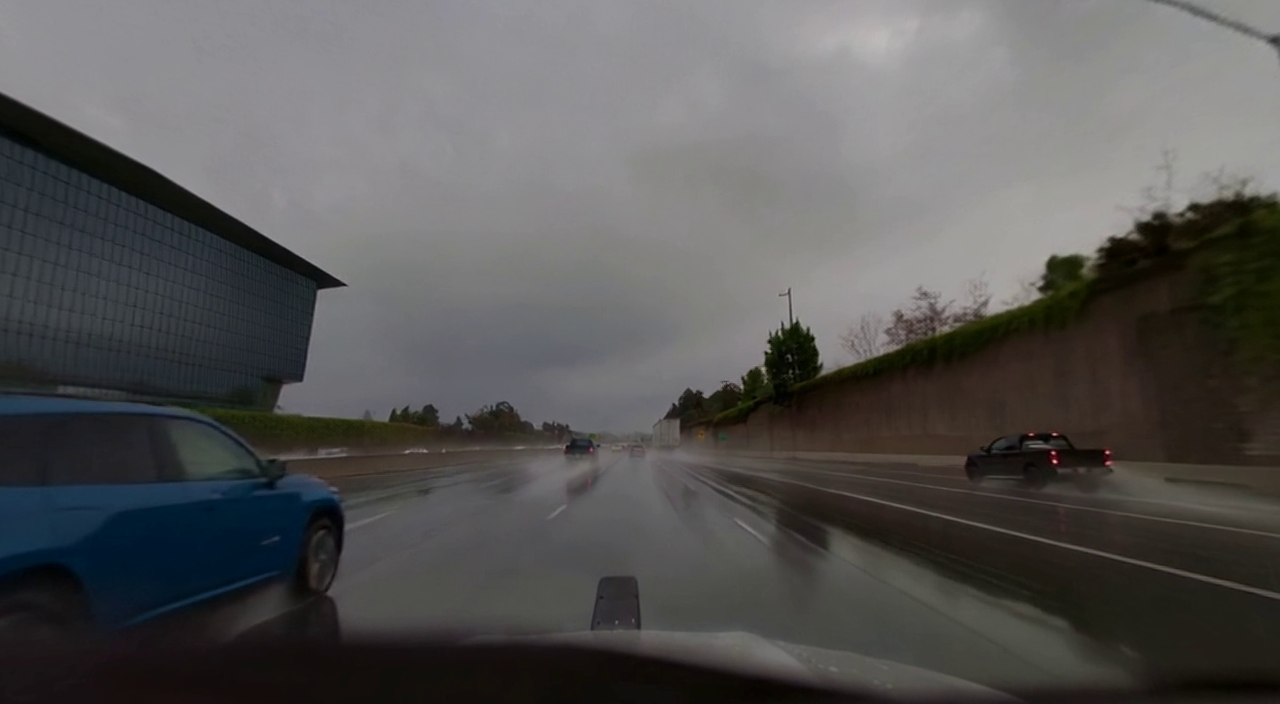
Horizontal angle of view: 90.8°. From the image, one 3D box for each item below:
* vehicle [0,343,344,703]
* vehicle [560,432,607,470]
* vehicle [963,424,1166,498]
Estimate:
[{"bbox_3d":[-3.712,0.973,3.566,2.039,1.710,4.237,0,-9,-1],"label":"vehicle"},{"bbox_3d":[-3.222,5.802,37.174,2.284,2.022,5.752,0,-9,-1],"label":"vehicle"},{"bbox_3d":[11.572,3.025,17.836,2.089,1.787,5.080,0,-9,-1],"label":"vehicle"}]
